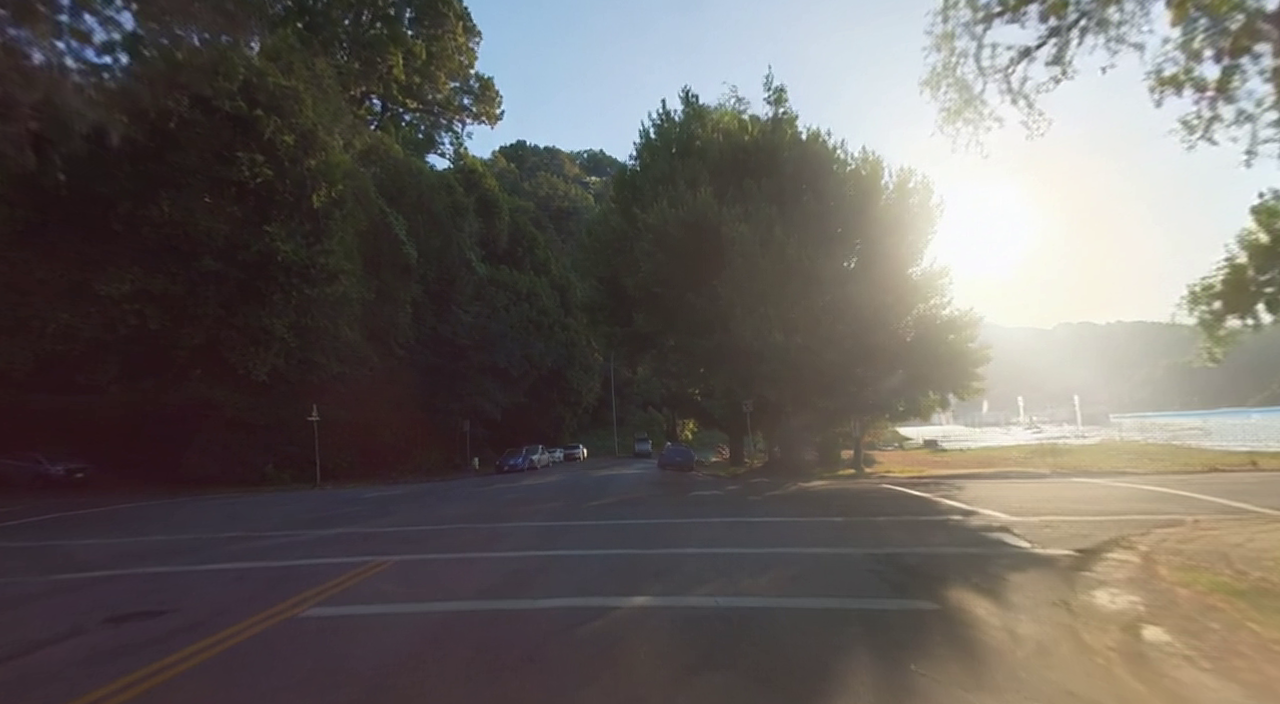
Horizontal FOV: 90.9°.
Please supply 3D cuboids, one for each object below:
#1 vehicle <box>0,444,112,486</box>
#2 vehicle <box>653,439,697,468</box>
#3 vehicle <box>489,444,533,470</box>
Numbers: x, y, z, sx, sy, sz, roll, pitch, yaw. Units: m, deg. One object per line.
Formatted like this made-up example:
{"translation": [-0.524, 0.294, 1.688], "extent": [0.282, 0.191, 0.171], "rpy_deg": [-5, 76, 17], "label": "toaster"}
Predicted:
{"translation": [-27.592, 5.185, 29.129], "extent": [4.986, 1.796, 2.066], "rpy_deg": [-2, -8, 12], "label": "vehicle"}
{"translation": [1.871, 5.538, 34.654], "extent": [2.051, 1.461, 4.100], "rpy_deg": [0, -8, -2], "label": "vehicle"}
{"translation": [-8.113, 6.646, 40.008], "extent": [2.102, 1.507, 4.049], "rpy_deg": [0, -8, -2], "label": "vehicle"}
